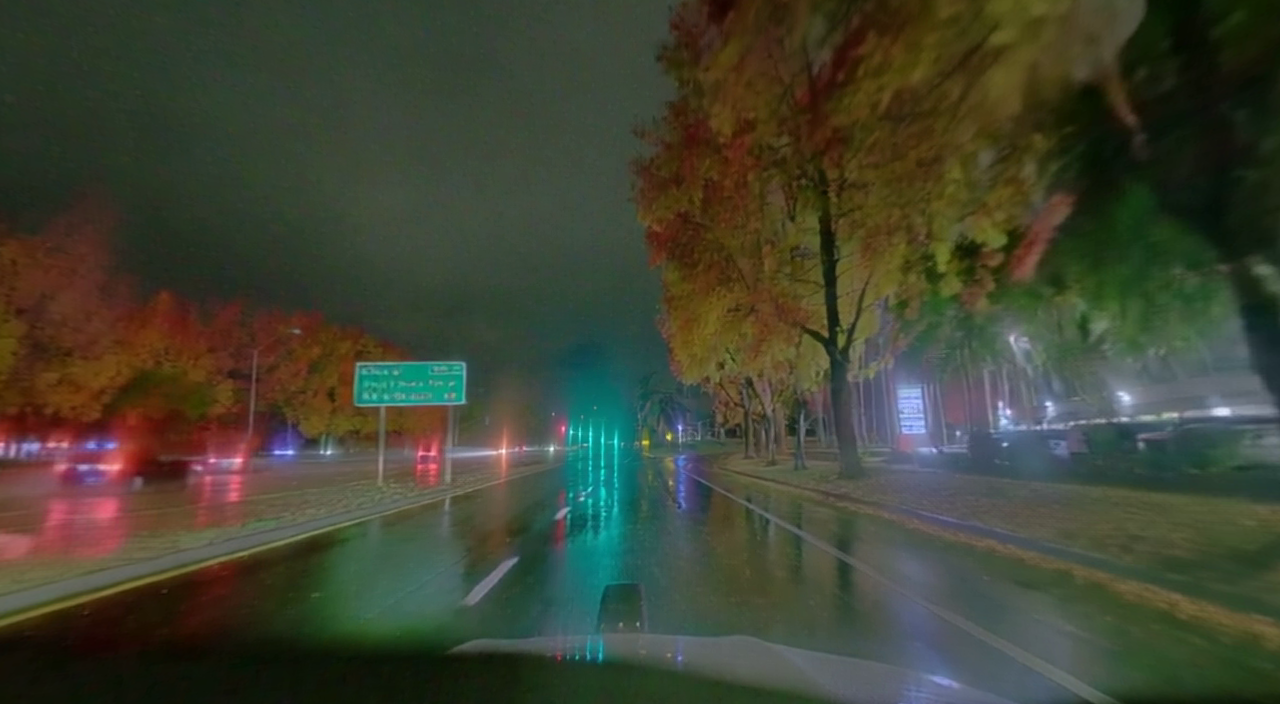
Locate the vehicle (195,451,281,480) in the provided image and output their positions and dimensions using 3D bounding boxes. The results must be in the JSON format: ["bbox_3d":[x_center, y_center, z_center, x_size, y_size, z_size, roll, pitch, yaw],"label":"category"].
[{"bbox_3d":[-22.891,6.478,36.098,1.903,1.510,4.569,0,-9,0],"label":"vehicle"}]

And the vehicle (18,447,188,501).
[{"bbox_3d":[-18.817,4.238,22.426,2.086,1.706,4.412,0,-9,1],"label":"vehicle"}]
